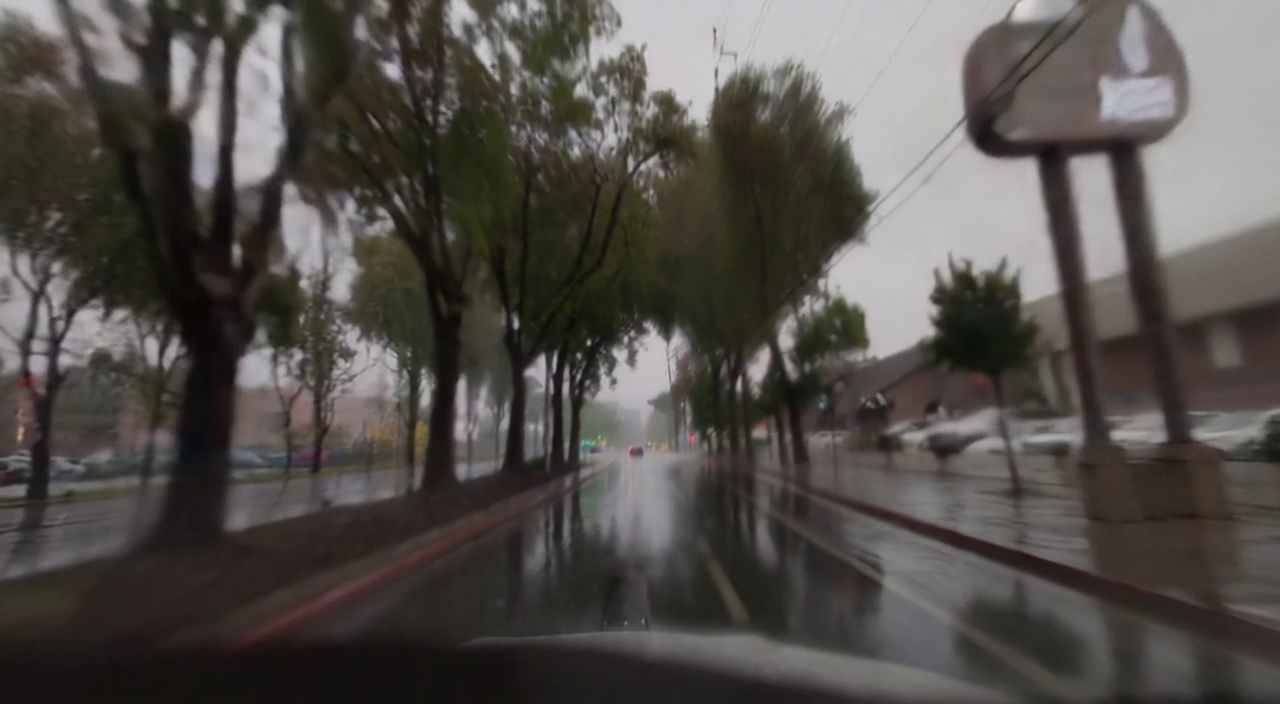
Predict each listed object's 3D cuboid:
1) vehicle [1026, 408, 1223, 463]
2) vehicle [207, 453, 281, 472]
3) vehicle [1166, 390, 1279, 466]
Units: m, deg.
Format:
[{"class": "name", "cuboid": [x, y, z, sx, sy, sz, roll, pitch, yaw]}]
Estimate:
[{"class": "vehicle", "cuboid": [13.347, 2.341, 17.565, 3.820, 1.413, 1.952, 0, -9, 0]}, {"class": "vehicle", "cuboid": [-30.588, 8.557, 48.787, 4.448, 1.430, 1.888, -1, -9, 1]}, {"class": "vehicle", "cuboid": [13.410, 1.566, 12.879, 3.547, 1.438, 1.891, 0, -9, 0]}]
